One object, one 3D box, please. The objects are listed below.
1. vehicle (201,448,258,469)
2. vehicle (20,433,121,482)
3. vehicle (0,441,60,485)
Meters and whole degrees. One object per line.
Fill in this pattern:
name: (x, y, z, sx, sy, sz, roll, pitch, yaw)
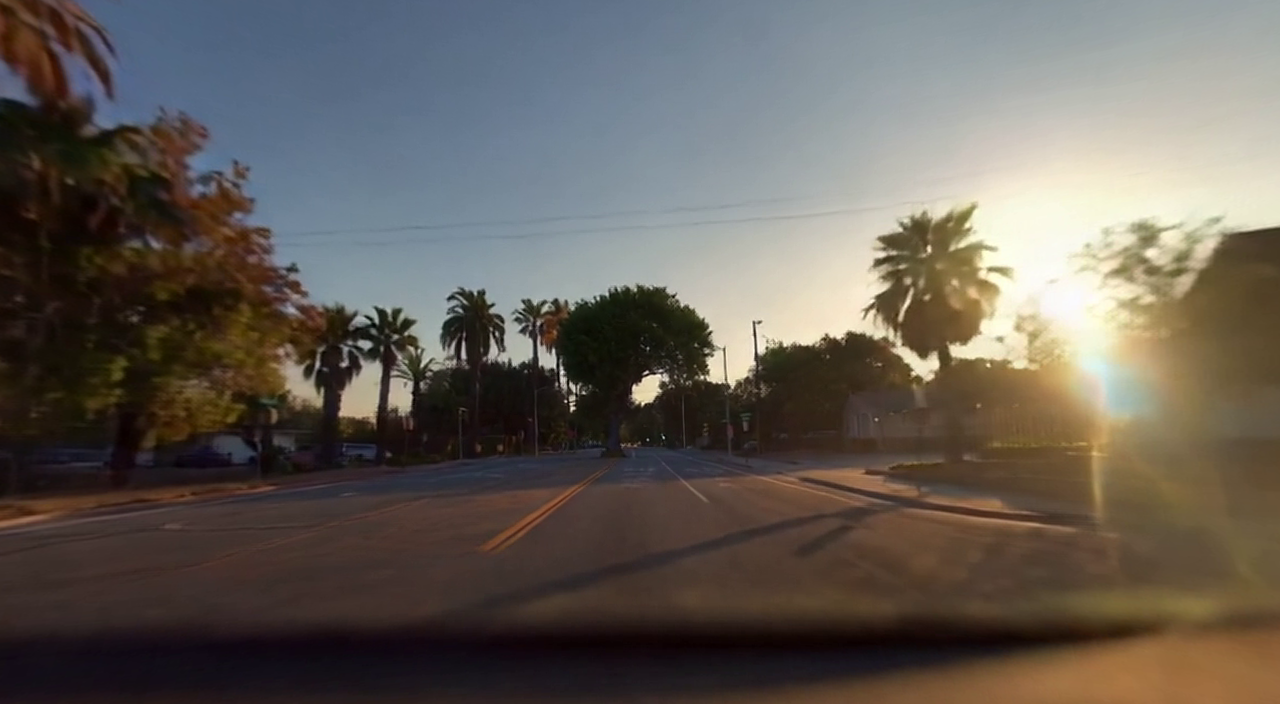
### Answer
vehicle: (-32.441, 8.406, 49.884, 4.072, 1.545, 1.920, -4, -9, 27)
vehicle: (-26.863, 4.919, 29.776, 4.793, 2.087, 1.929, -4, -10, 30)
vehicle: (-26.743, 4.690, 26.765, 4.270, 1.690, 1.978, -6, -9, 32)
